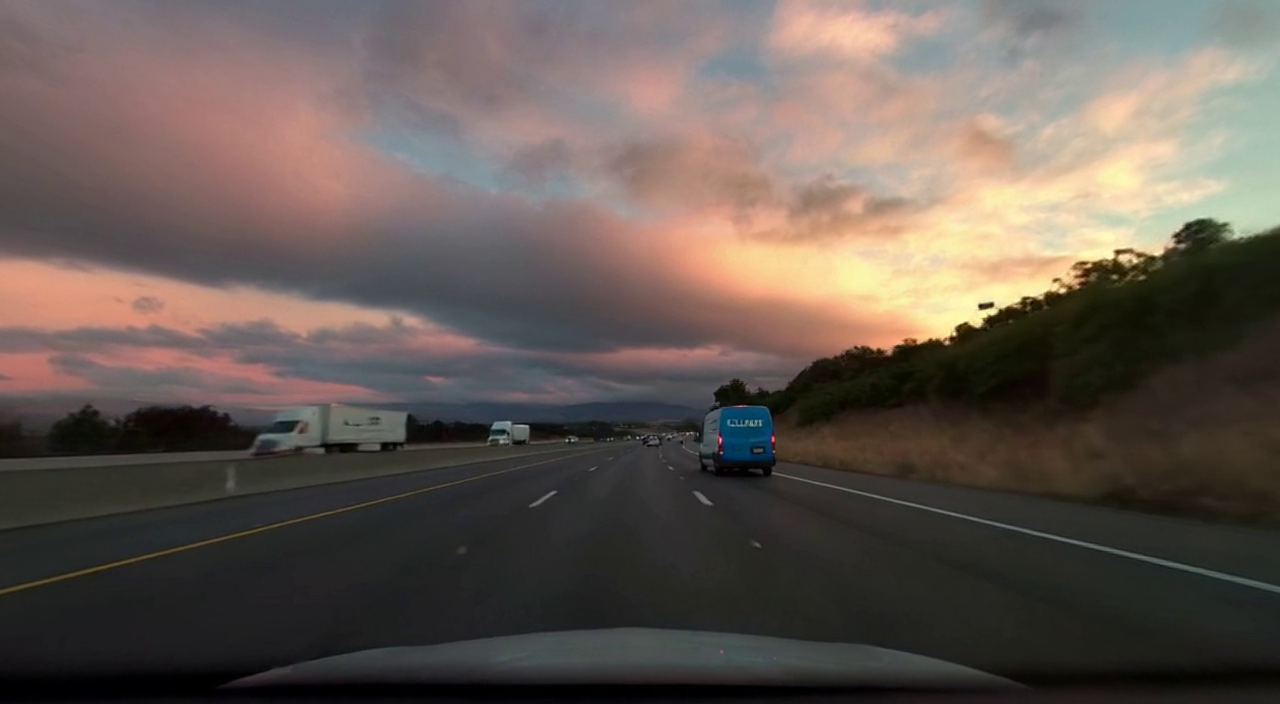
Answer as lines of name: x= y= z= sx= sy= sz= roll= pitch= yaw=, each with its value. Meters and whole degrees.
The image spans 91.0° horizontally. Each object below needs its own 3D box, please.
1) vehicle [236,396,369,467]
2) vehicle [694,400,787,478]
vehicle: x=-22.119 y=5.408 z=42.238 sx=2.992 sy=4.136 sz=10.324 roll=-1 pitch=-8 yaw=1
vehicle: x=3.616 y=3.323 z=24.014 sx=2.485 sy=2.562 sz=5.535 roll=0 pitch=-8 yaw=-1
